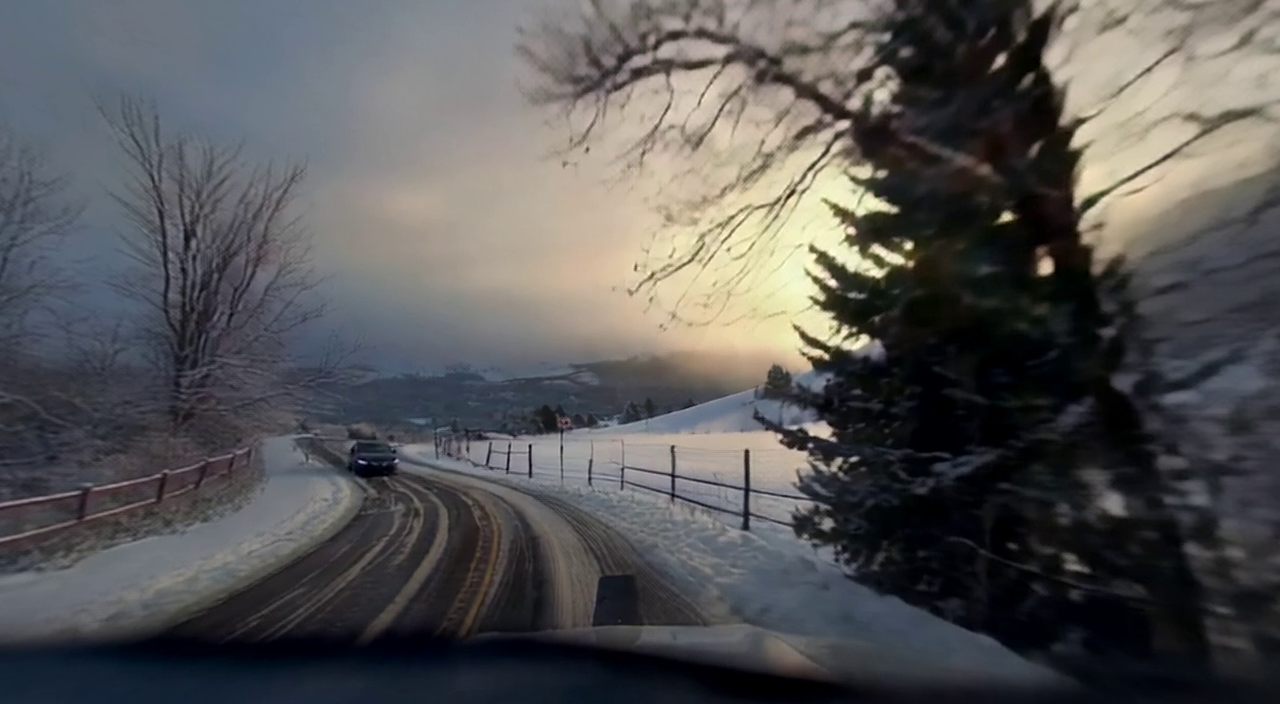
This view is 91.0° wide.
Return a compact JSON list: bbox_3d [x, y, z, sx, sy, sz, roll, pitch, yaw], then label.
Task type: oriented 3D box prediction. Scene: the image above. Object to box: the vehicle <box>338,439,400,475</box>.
[{"bbox_3d":[-13.071,4.981,30.206,2.075,1.562,4.241,5,-9,-31],"label":"vehicle"}]
